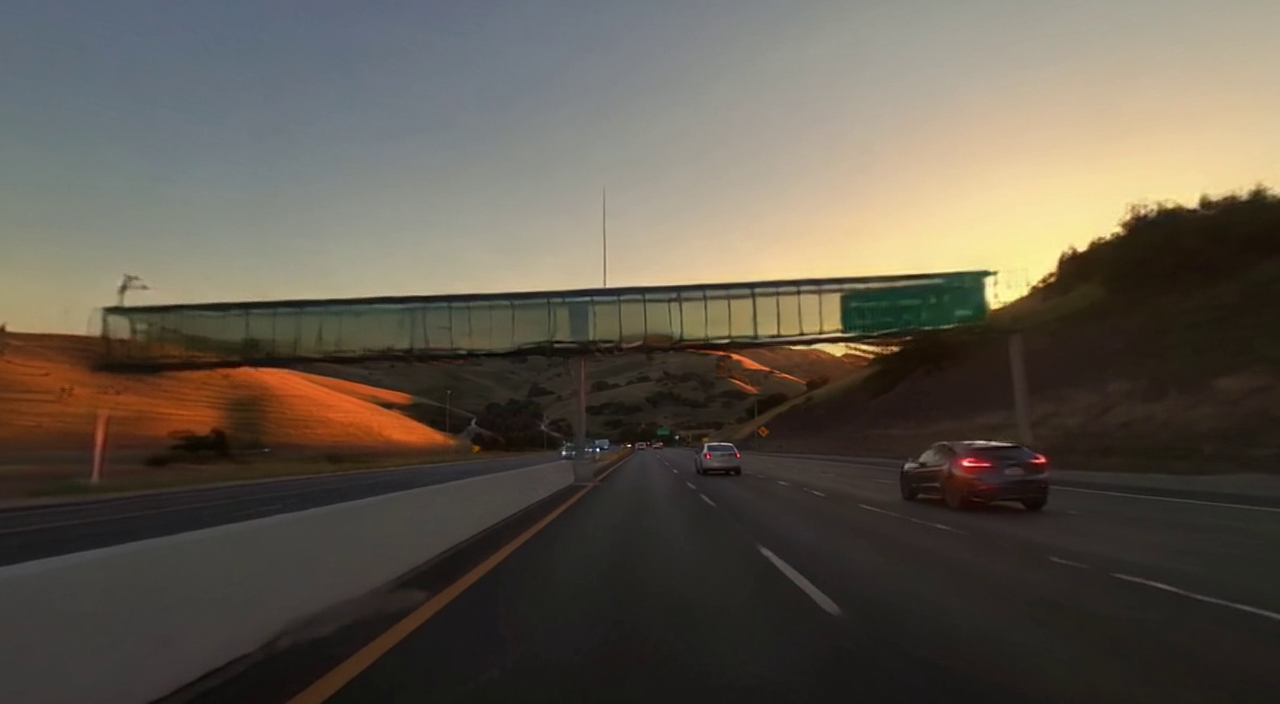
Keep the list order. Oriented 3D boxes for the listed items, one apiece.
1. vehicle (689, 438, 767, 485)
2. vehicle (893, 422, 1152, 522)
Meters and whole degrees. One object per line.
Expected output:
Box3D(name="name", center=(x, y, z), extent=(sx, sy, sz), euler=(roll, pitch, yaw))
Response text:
Box3D(name="vehicle", center=(2.921, 3.745, 21.921), extent=(2.044, 1.444, 4.216), euler=(0, -8, -1))
Box3D(name="vehicle", center=(6.900, 2.203, 12.215), extent=(1.988, 1.530, 4.777), euler=(0, -8, 0))
